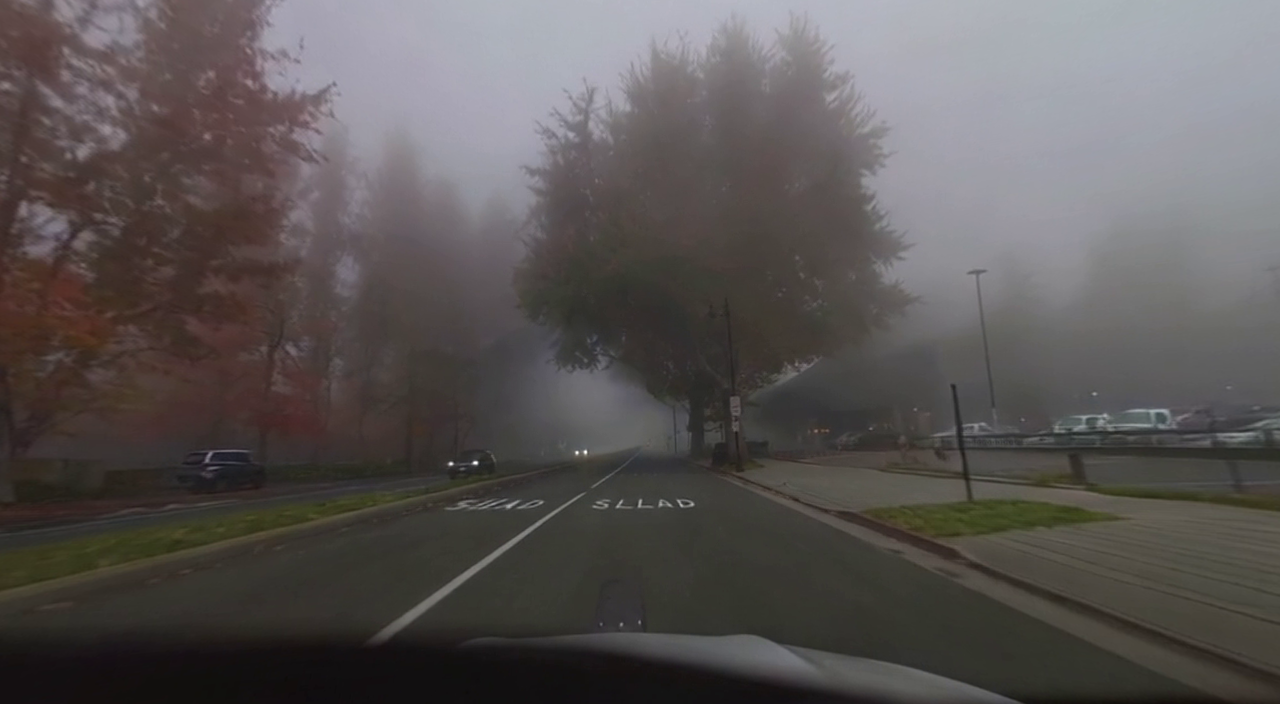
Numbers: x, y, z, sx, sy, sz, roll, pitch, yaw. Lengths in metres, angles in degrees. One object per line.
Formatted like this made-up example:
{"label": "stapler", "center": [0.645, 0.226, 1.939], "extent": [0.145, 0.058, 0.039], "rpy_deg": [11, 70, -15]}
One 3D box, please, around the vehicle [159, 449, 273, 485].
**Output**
{"label": "vehicle", "center": [-25.038, 6.784, 37.214], "extent": [5.144, 1.980, 2.262], "rpy_deg": [-1, -9, 4]}

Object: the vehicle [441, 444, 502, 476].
{"label": "vehicle", "center": [-10.399, 6.653, 39.169], "extent": [2.196, 1.829, 5.389], "rpy_deg": [0, -8, 1]}

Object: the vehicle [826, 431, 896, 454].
{"label": "vehicle", "center": [16.561, 6.813, 47.257], "extent": [4.474, 1.698, 2.088], "rpy_deg": [0, -8, 1]}

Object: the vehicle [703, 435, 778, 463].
{"label": "vehicle", "center": [7.522, 7.309, 47.428], "extent": [5.336, 2.006, 2.022], "rpy_deg": [0, -8, 0]}
